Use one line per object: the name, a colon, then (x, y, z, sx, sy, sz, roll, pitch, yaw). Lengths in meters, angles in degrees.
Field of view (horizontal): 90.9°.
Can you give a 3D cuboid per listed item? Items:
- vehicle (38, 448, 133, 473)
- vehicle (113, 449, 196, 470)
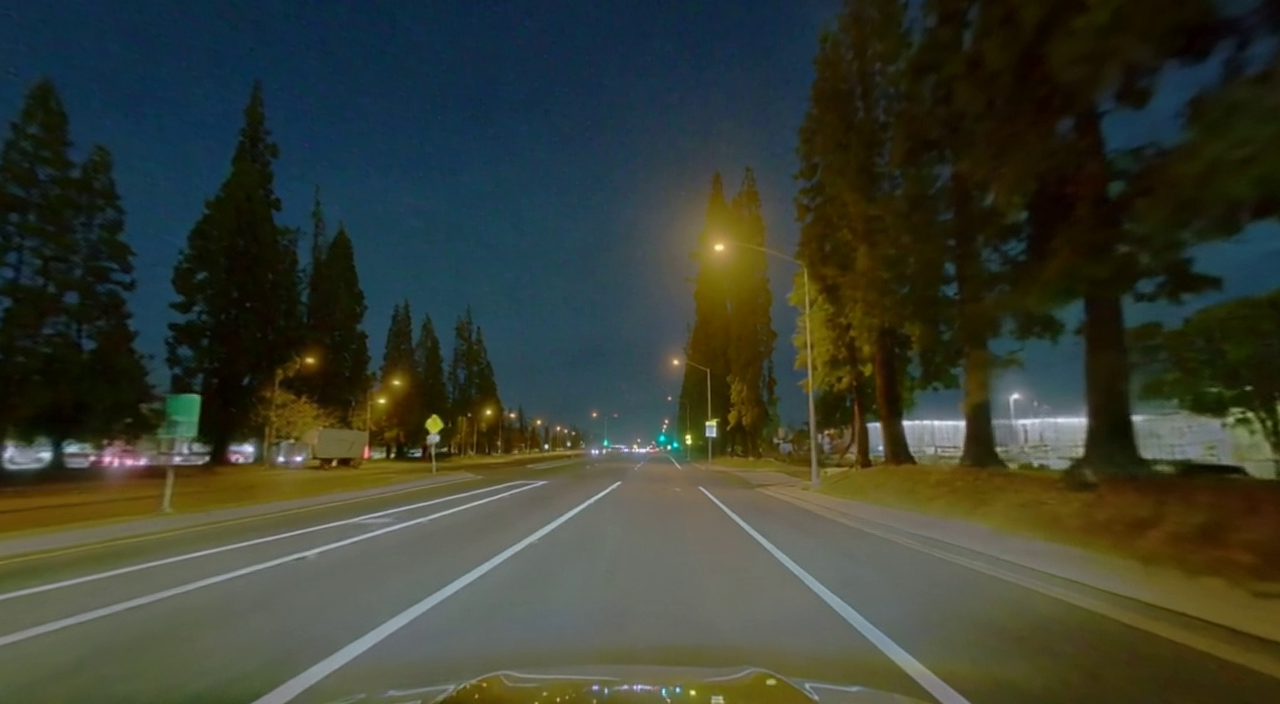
vehicle: (-35.194, 6.867, 40.103, 4.261, 1.480, 2.026, -1, -8, 4)
vehicle: (-34.482, 7.656, 44.851, 4.276, 1.404, 1.978, -1, -8, 4)
